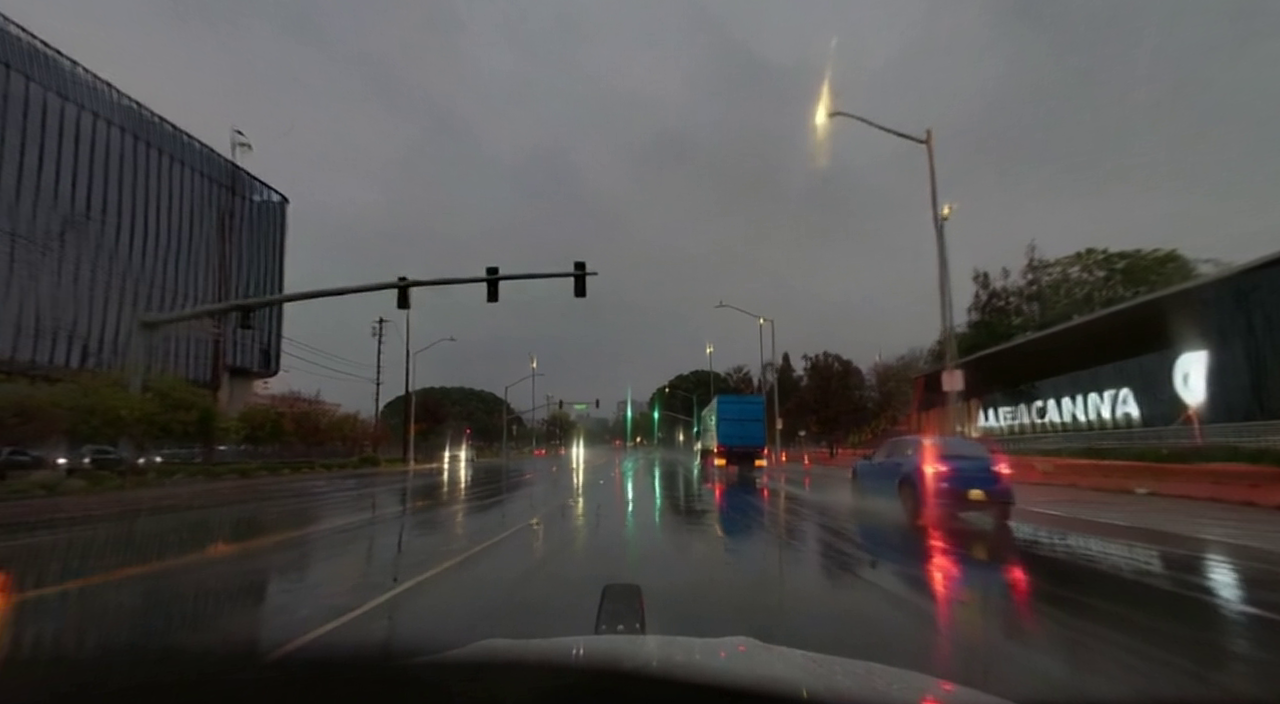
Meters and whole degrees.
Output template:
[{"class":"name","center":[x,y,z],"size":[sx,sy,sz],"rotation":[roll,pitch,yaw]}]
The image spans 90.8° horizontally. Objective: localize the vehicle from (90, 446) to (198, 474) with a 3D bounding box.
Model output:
[{"class":"vehicle","center":[-24.895,5.433,31.802],"size":[3.905,1.345,1.737],"rotation":[0,-8,-1]}]

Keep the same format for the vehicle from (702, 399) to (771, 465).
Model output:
[{"class":"vehicle","center":[6.276,5.507,42.870],"size":[3.176,3.913,9.805],"rotation":[0,-8,0]}]

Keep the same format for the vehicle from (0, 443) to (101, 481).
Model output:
[{"class":"vehicle","center":[-25.547,4.561,26.366],"size":[4.237,1.490,1.901],"rotation":[1,-8,-3]}]

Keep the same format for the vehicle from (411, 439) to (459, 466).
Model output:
[{"class":"vehicle","center":[-15.881,7.810,49.222],"size":[1.937,1.984,4.928],"rotation":[0,-8,1]}]

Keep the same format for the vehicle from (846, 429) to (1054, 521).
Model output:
[{"class":"vehicle","center":[6.237,2.506,13.477],"size":[2.098,1.619,4.433],"rotation":[0,-8,-1]}]
